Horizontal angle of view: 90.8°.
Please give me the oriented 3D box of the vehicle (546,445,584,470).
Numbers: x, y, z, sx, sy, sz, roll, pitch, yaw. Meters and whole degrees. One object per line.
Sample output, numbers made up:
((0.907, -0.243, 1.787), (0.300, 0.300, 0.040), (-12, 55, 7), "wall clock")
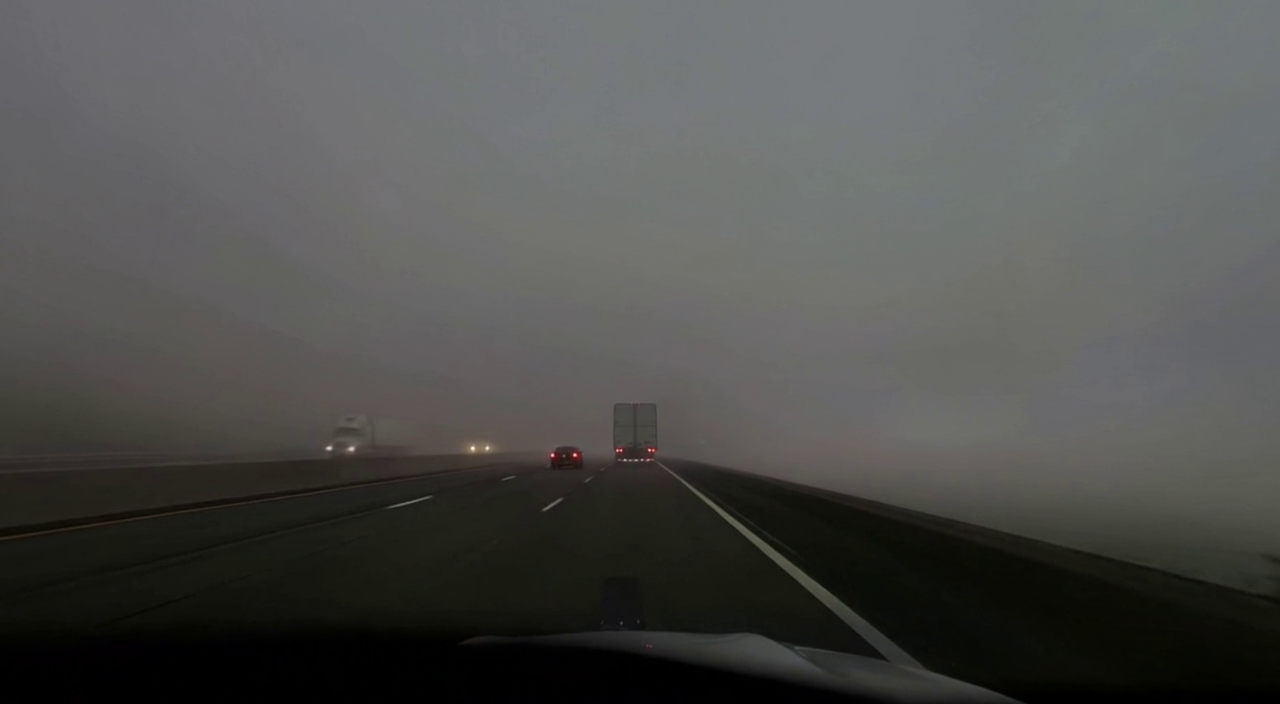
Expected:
((-4.709, 6.695, 40.336), (1.892, 1.471, 5.047), (0, -9, -1), "vehicle")
